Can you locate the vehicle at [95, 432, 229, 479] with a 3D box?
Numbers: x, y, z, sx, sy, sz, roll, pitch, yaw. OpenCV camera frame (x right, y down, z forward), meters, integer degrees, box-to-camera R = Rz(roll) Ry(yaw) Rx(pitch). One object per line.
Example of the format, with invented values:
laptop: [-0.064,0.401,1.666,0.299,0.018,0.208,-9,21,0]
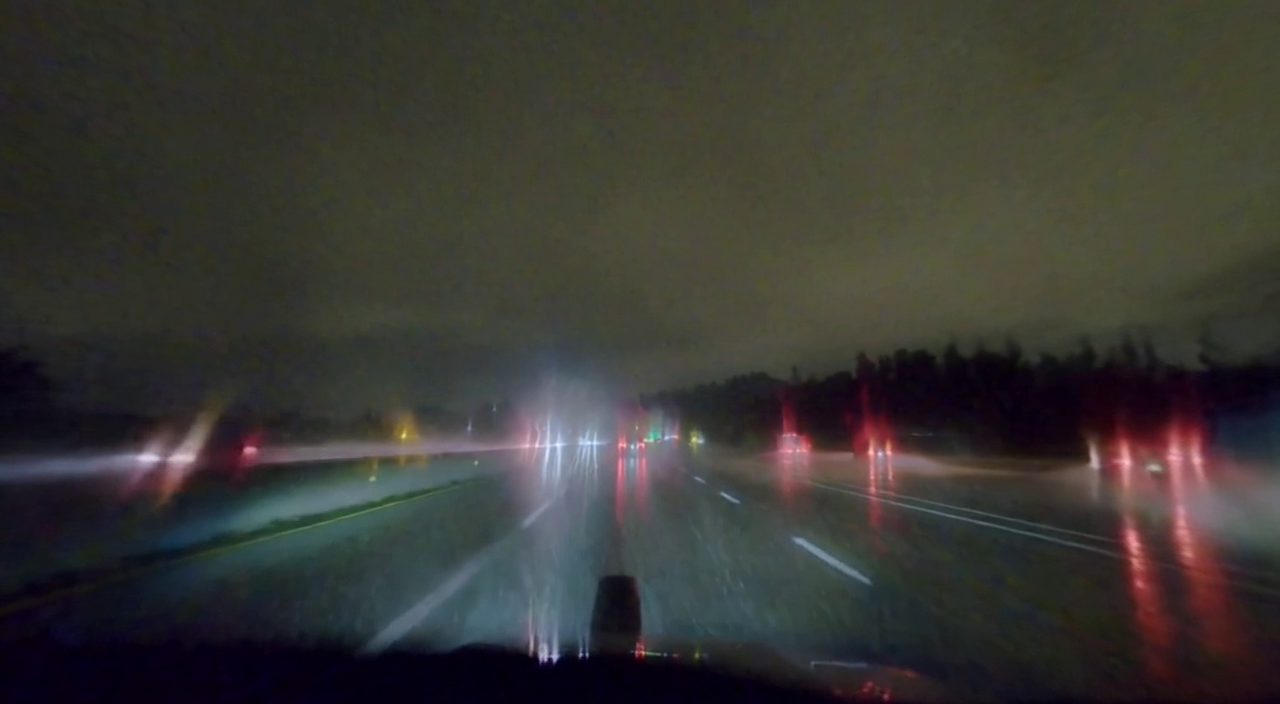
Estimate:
vehicle: [-16.143,3.505,21.515,1.709,1.443,3.641,0,-8,0]
